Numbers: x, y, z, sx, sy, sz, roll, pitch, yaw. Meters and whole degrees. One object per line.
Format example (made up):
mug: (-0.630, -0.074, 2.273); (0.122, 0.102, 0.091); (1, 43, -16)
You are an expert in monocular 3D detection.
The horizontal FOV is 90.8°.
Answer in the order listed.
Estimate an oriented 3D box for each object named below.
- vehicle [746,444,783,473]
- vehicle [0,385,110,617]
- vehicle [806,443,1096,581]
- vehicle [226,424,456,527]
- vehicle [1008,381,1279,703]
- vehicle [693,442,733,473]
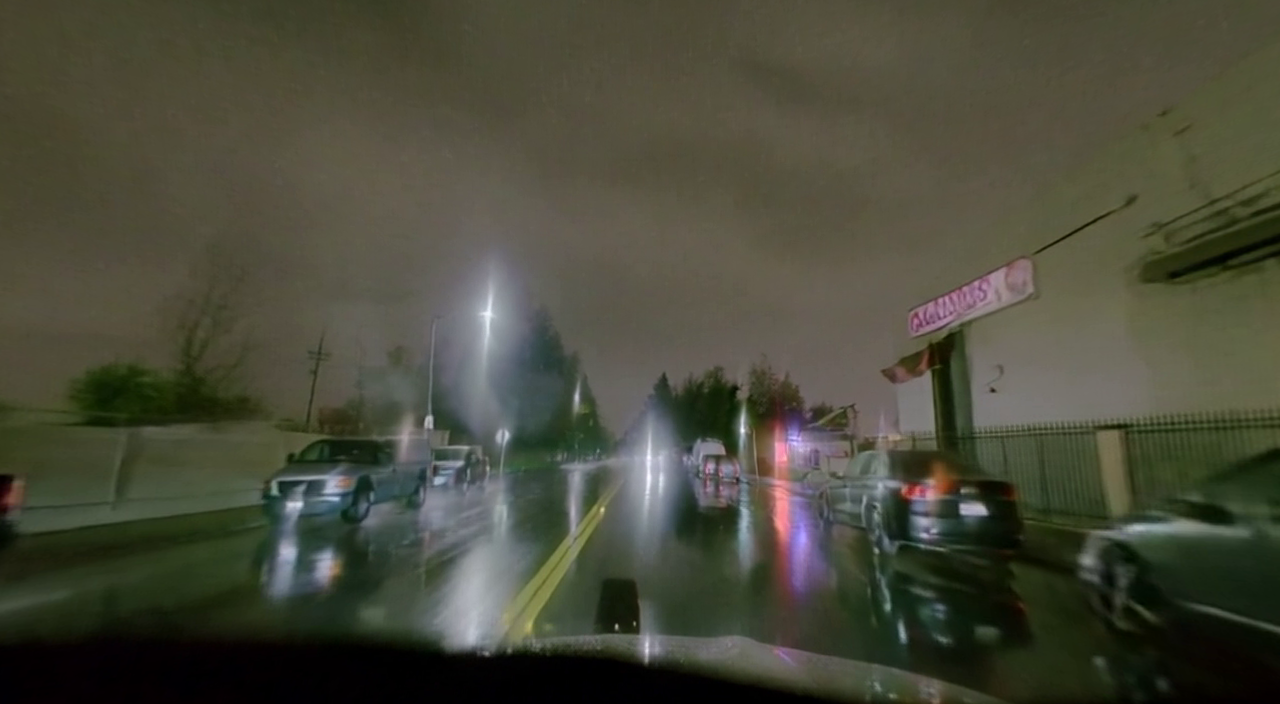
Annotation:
vehicle: (8.555, 7.411, 43.691); (1.911, 1.685, 3.764); (3, -12, 2)
vehicle: (-6.538, 1.035, 3.546); (2.304, 1.937, 5.720); (-2, -9, -2)
vehicle: (4.211, 2.189, 9.648); (2.050, 1.475, 4.613); (1, -8, -1)
vehicle: (-6.488, 2.764, 14.825); (2.504, 1.919, 5.658); (0, -9, 2)
vehicle: (4.378, 1.102, 3.571); (1.941, 1.810, 4.364); (0, -9, 0)
vehicle: (4.805, 7.027, 42.413); (2.158, 1.900, 5.376); (0, -9, 1)
